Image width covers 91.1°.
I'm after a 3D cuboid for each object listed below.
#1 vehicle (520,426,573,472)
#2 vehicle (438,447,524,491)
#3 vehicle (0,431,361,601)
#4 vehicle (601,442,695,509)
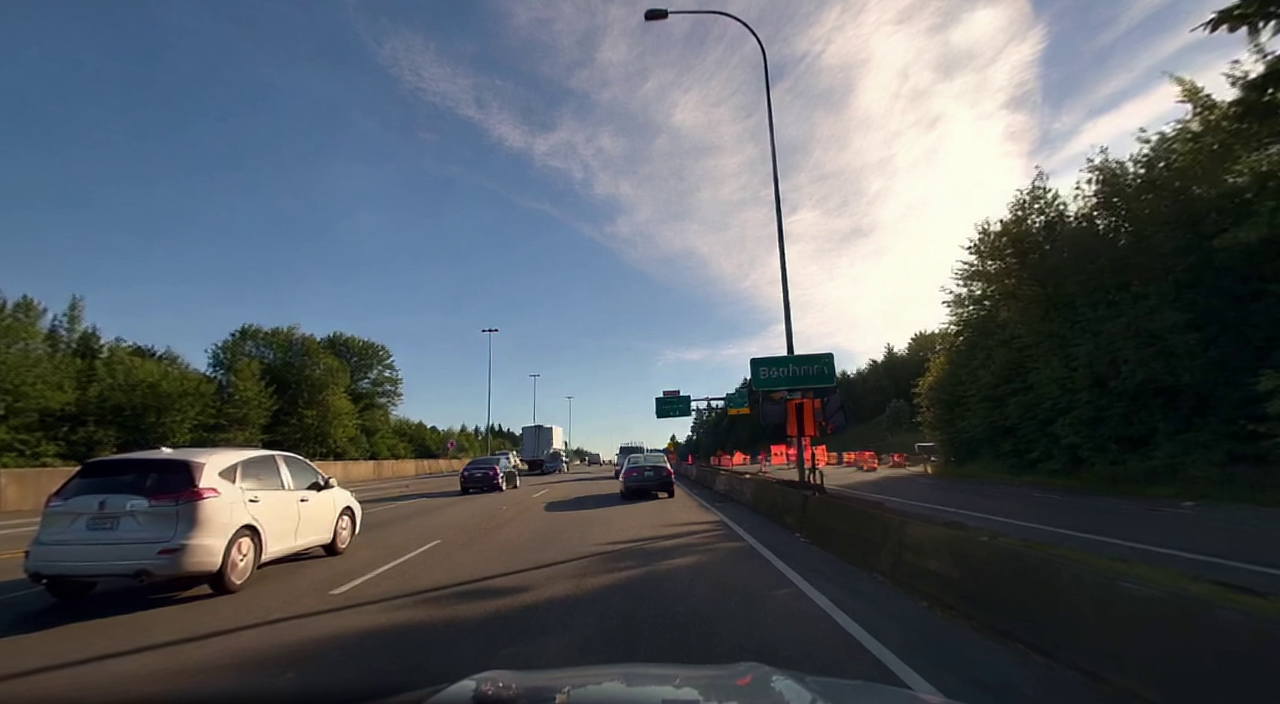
[{"bbox_3d":[-5.859,6.203,40.109,2.326,2.645,6.249,0,-9,1],"label":"vehicle"},{"bbox_3d":[-5.605,4.170,22.677,2.063,1.417,4.000,0,-9,0],"label":"vehicle"},{"bbox_3d":[-5.495,1.807,7.902,1.892,1.481,4.573,0,-9,0],"label":"vehicle"},{"bbox_3d":[0.200,3.027,15.782,2.080,1.451,3.512,0,-9,1],"label":"vehicle"}]
